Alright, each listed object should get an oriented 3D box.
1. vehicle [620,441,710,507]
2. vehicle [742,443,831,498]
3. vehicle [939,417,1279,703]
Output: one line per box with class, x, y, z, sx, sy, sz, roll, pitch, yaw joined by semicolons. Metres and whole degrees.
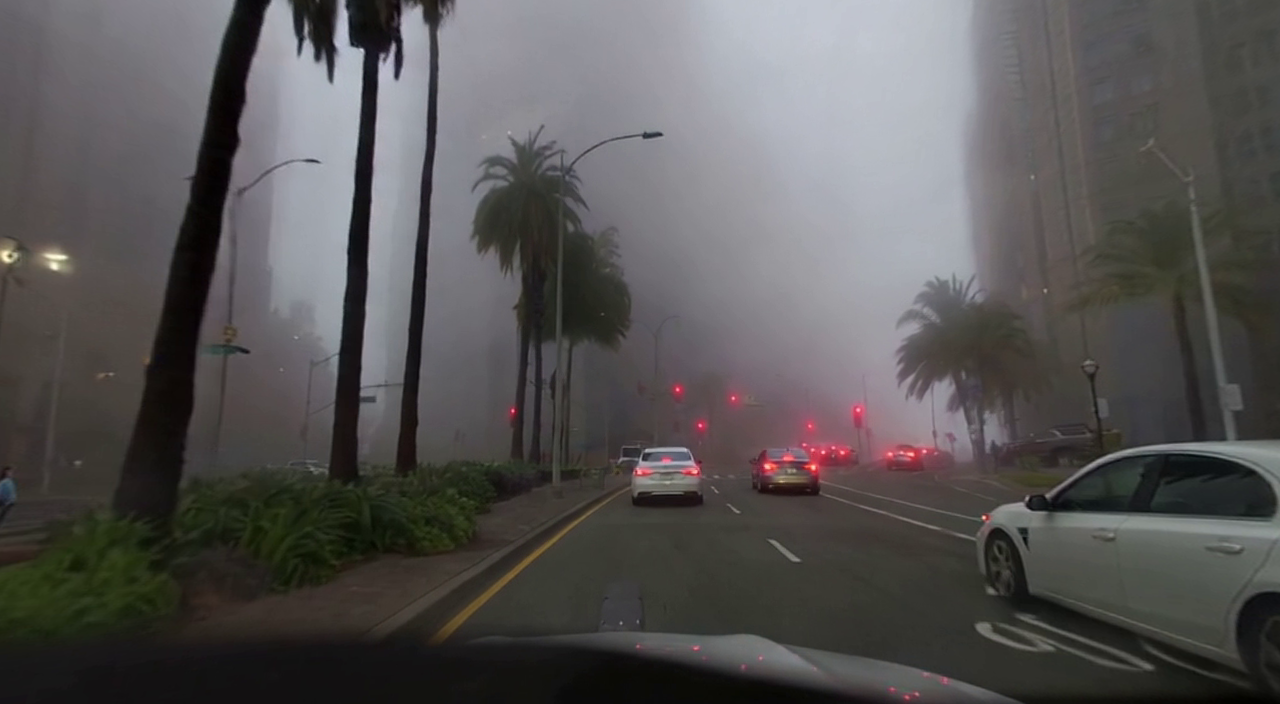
vehicle;0.702;3.129;16.604;2.078;1.503;3.681;-1;-9;4
vehicle;4.341;3.556;19.396;1.920;1.490;4.417;-1;-9;4
vehicle;3.887;1.203;3.983;1.913;1.469;4.425;-1;-9;2
